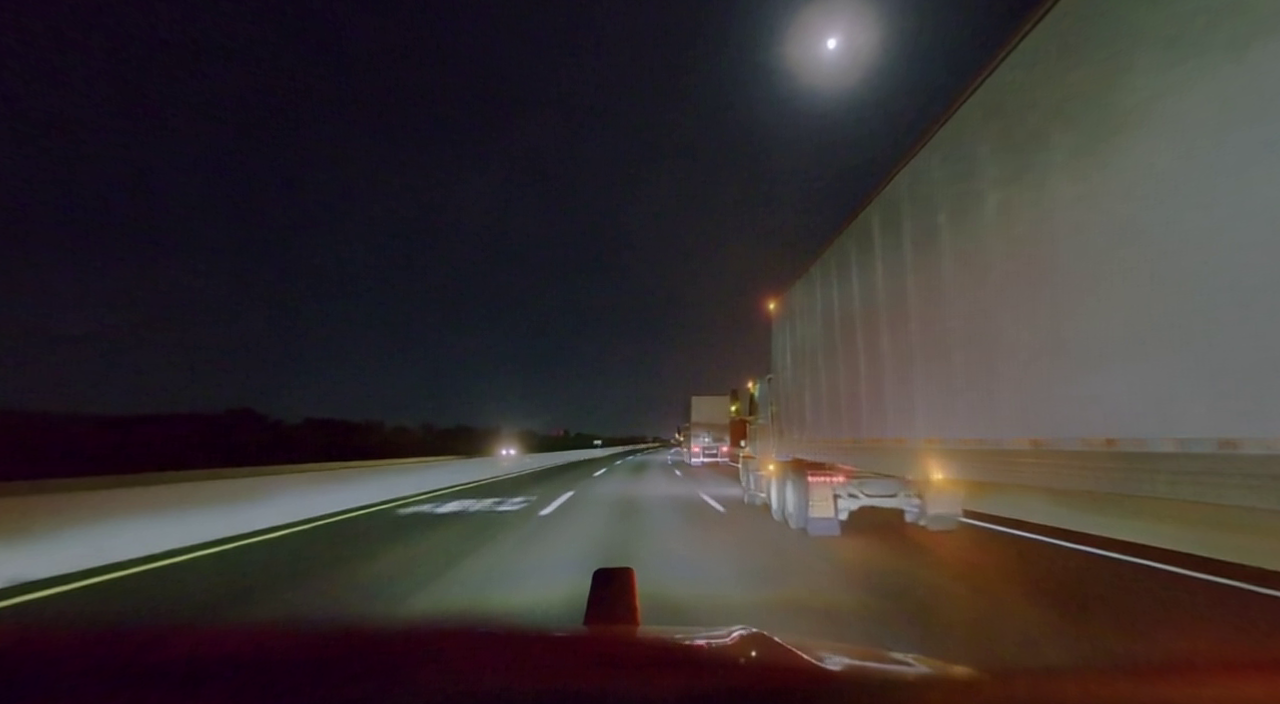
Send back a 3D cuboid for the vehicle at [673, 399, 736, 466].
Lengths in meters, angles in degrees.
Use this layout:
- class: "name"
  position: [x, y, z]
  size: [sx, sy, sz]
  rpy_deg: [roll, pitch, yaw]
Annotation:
- class: "vehicle"
  position: [4.317, 5.896, 45.533]
  size: [2.960, 4.099, 14.097]
  rpy_deg: [0, -8, -1]
